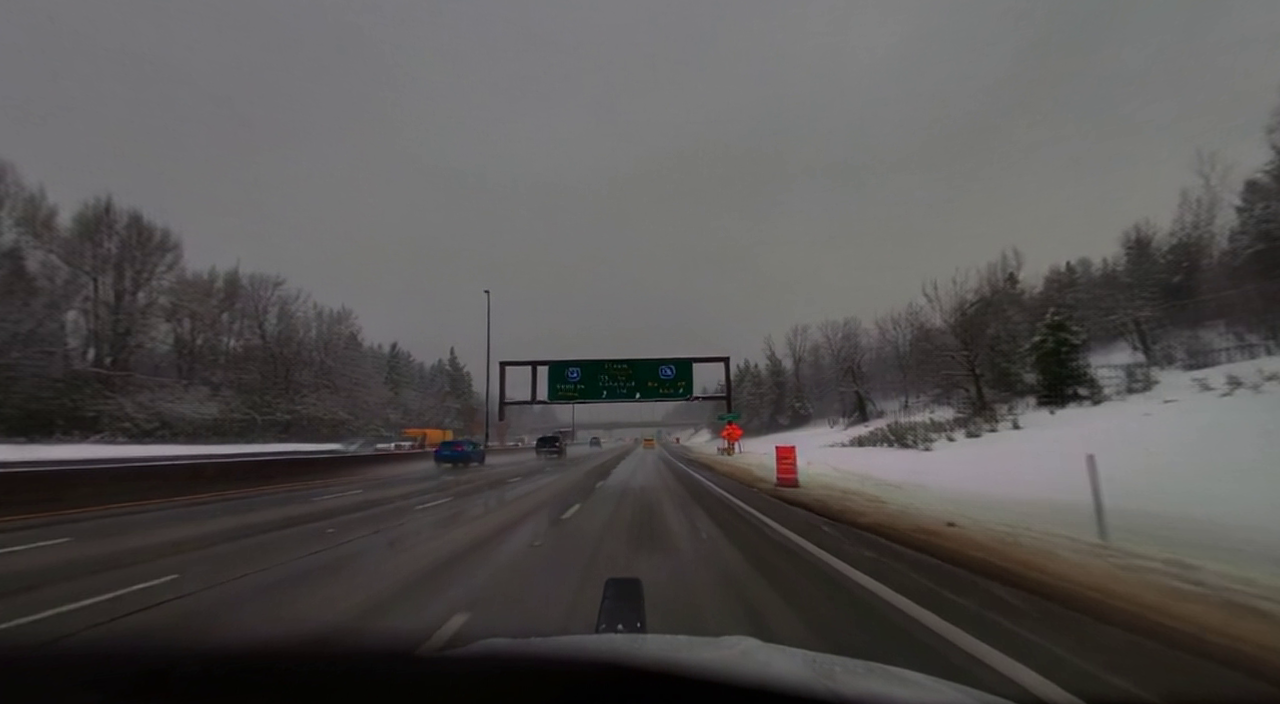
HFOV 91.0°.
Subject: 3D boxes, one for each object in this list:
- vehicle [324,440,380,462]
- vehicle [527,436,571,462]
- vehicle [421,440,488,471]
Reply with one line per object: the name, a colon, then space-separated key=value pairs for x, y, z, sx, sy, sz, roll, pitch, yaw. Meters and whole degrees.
vehicle: x=-22.289 y=7.697 z=48.945 sx=2.186 sy=1.619 sz=4.359 roll=0 pitch=-9 yaw=2
vehicle: x=-6.396 y=6.908 z=44.946 sx=2.402 sy=1.733 sz=4.512 roll=0 pitch=-8 yaw=1
vehicle: x=-9.697 y=5.464 z=33.336 sx=2.122 sy=1.511 sz=4.576 roll=0 pitch=-8 yaw=0
